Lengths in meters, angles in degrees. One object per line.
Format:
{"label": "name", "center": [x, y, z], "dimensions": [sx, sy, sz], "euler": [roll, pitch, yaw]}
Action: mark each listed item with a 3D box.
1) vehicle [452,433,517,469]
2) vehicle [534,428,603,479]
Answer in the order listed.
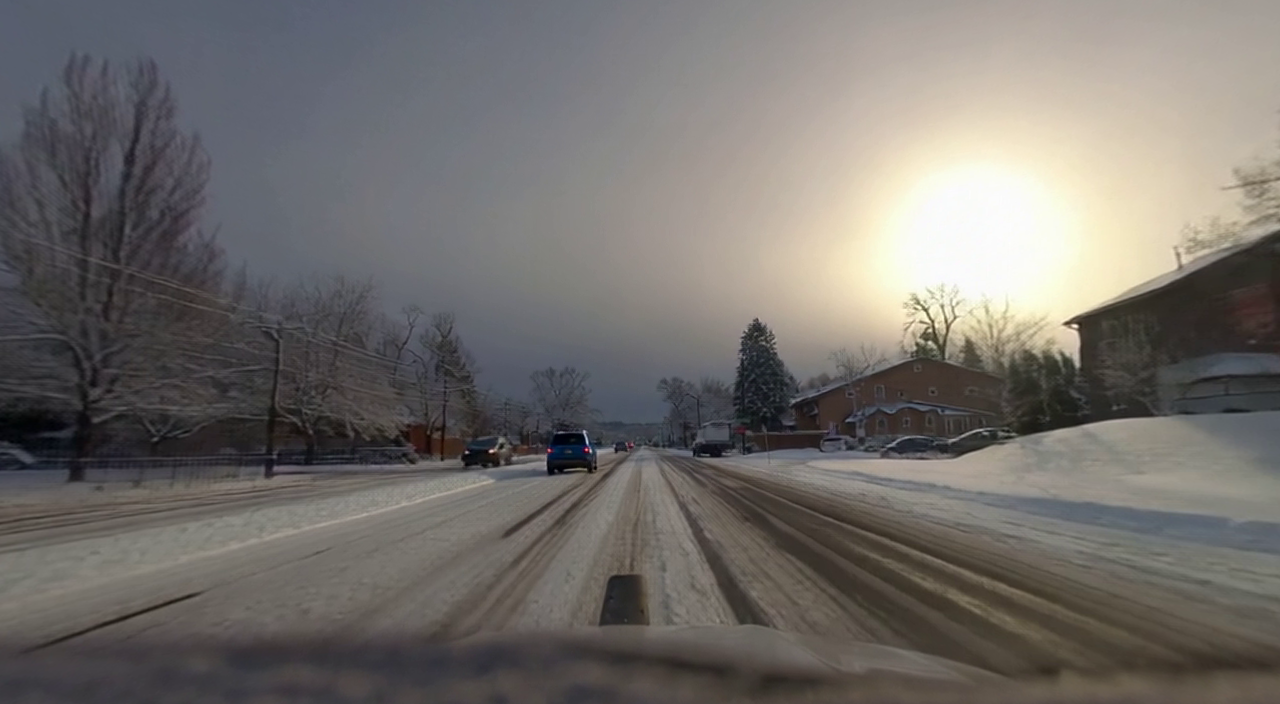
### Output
{"label": "vehicle", "center": [-9.094, 5.843, 37.426], "dimensions": [2.302, 1.969, 5.769], "euler": [0, -8, 1]}
{"label": "vehicle", "center": [-2.791, 4.107, 25.756], "dimensions": [2.179, 1.851, 4.756], "euler": [0, -8, 1]}
